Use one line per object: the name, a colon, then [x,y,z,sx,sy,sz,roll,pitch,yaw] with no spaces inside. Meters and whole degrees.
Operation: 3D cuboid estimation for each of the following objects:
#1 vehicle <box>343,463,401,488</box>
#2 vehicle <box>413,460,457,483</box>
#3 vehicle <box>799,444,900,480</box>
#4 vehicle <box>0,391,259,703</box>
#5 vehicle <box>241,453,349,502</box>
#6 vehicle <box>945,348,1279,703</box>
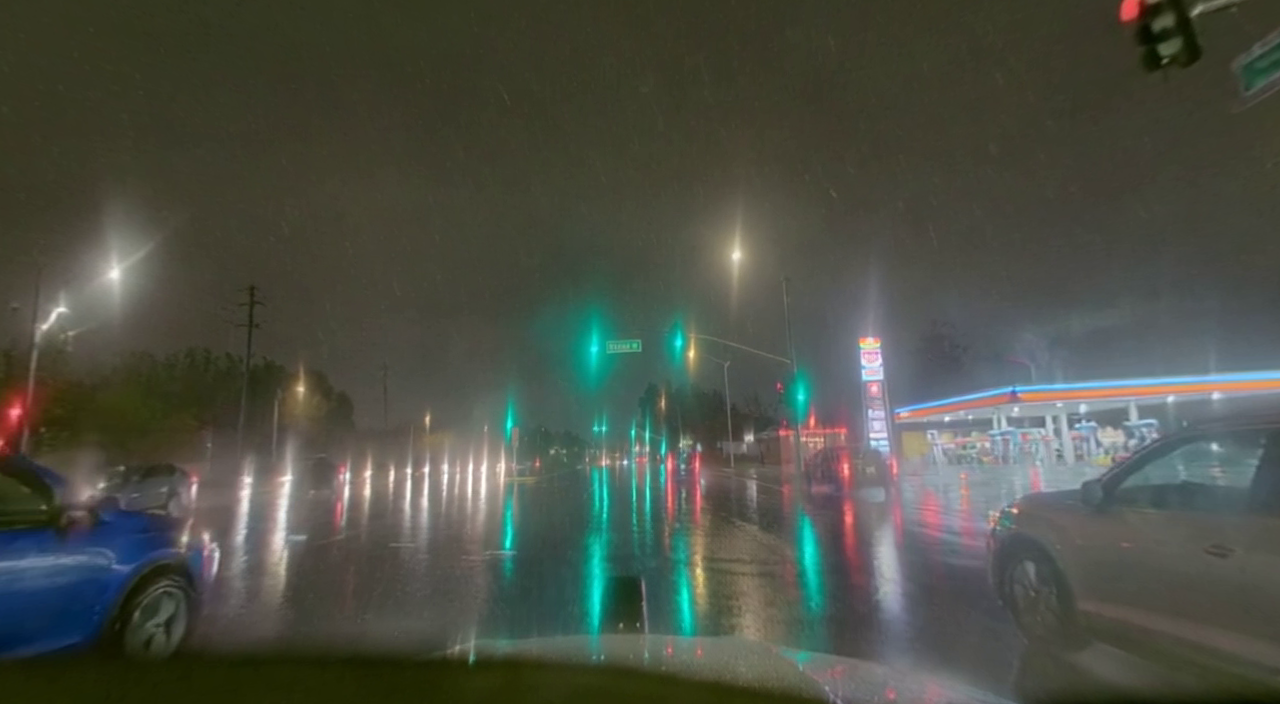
vehicle: [-18.605,8.590,44.097,2.083,1.466,4.565,0,-9,-1]
vehicle: [-15.265,8.884,47.250,1.751,1.484,4.561,0,-9,-1]
vehicle: [10.760,5.643,32.701,2.066,1.699,4.419,7,-11,-41]
vehicle: [-3.691,0.955,2.472,1.935,1.617,4.045,0,-9,-2]
vehicle: [-14.992,5.432,27.841,2.087,1.902,4.848,0,-9,-1]
vehicle: [3.333,0.829,2.334,2.085,1.655,4.459,0,-9,-1]
